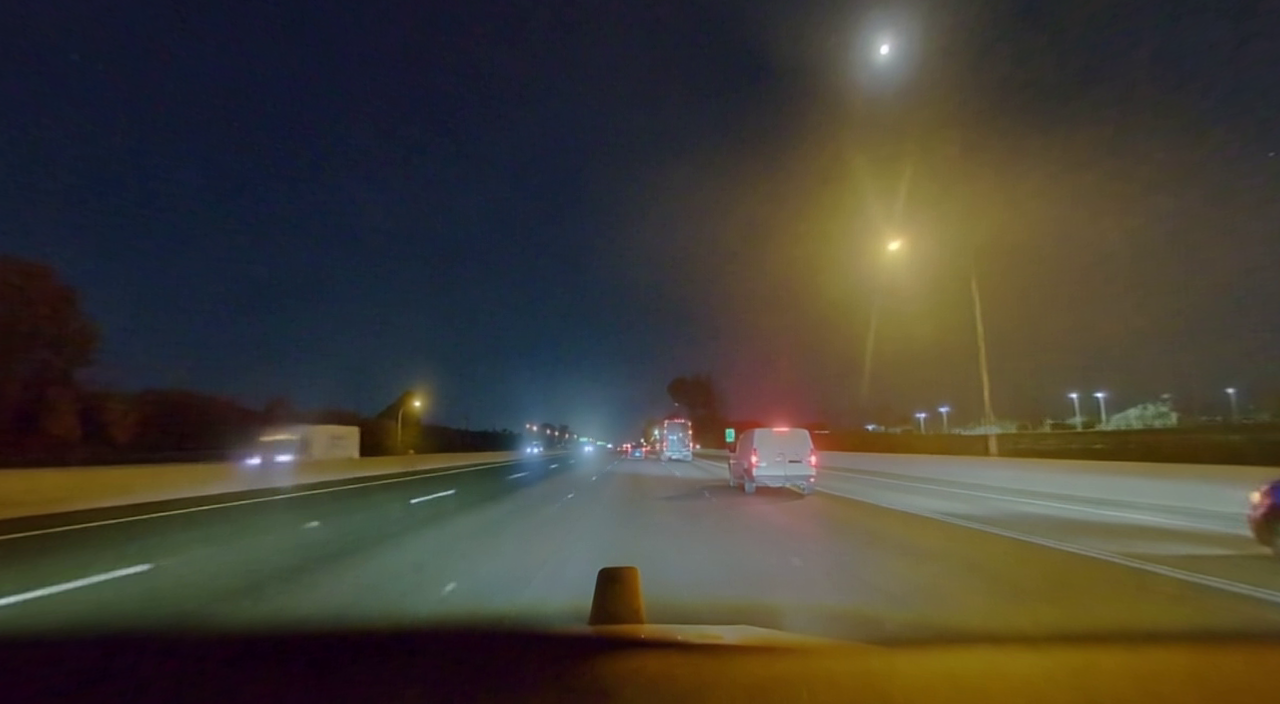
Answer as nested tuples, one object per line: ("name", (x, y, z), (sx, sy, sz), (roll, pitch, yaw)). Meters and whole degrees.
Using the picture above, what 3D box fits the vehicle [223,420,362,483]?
("vehicle", (-17.705, 5.182, 33.074), (2.792, 2.832, 8.825), (1, -9, -4))

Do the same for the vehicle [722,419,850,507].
("vehicle", (3.548, 2.819, 16.422), (2.035, 1.931, 4.841), (0, -9, -1))
